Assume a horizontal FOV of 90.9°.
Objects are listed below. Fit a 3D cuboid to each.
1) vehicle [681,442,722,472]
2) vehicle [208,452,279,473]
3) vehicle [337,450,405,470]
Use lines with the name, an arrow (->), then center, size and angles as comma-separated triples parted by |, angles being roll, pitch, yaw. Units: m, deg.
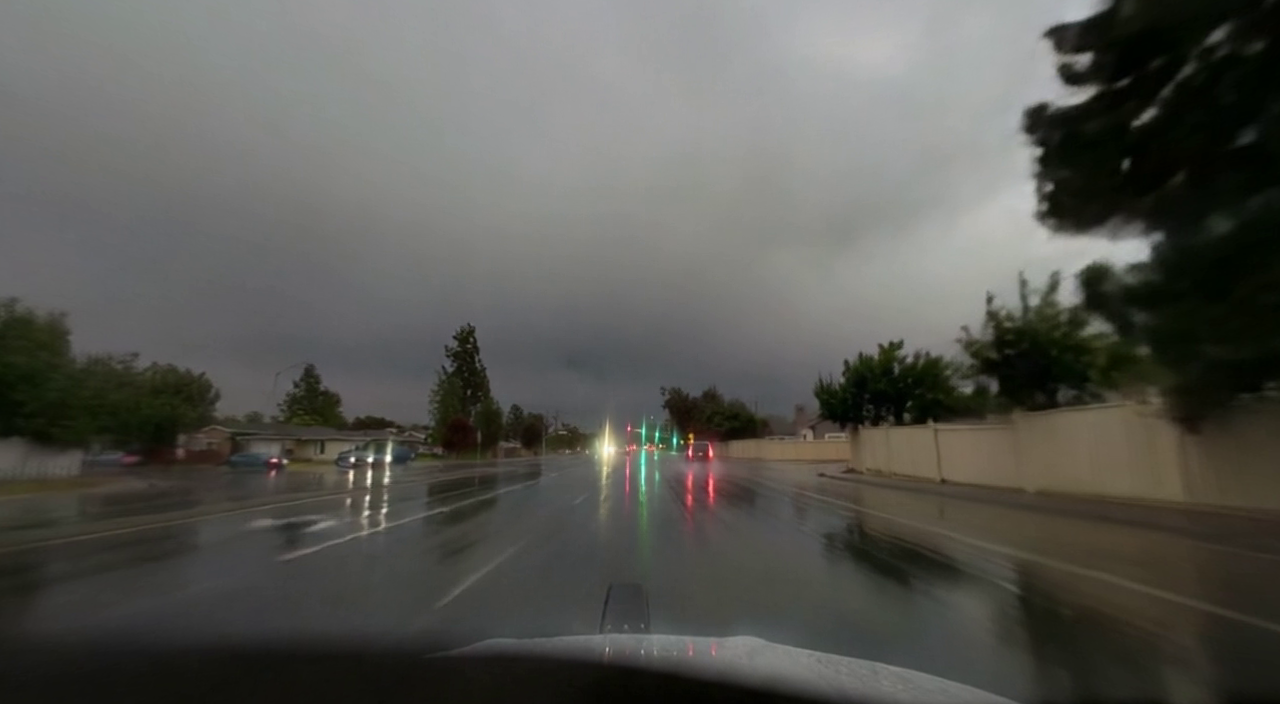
vehicle -> 3.861, 6.668, 40.351 | 2.114, 1.780, 4.445 | 0, -8, 0
vehicle -> -28.922, 8.029, 45.952 | 4.317, 1.476, 1.910 | -2, -9, 17
vehicle -> -20.584, 8.284, 48.325 | 4.351, 1.489, 1.890 | 0, -8, 0
